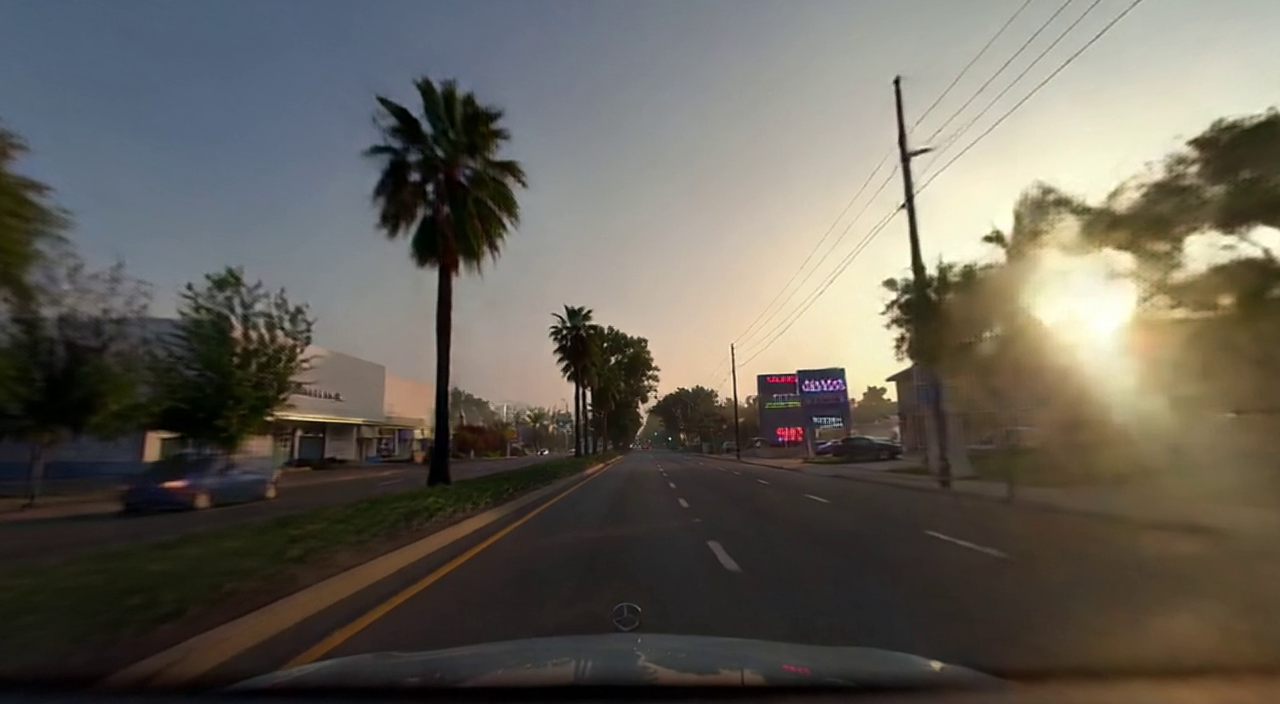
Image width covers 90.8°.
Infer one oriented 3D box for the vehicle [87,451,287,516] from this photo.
[{"bbox_3d":[-11.980,3.462,17.230,2.015,1.484,4.651,0,-8,-1],"label":"vehicle"}]
